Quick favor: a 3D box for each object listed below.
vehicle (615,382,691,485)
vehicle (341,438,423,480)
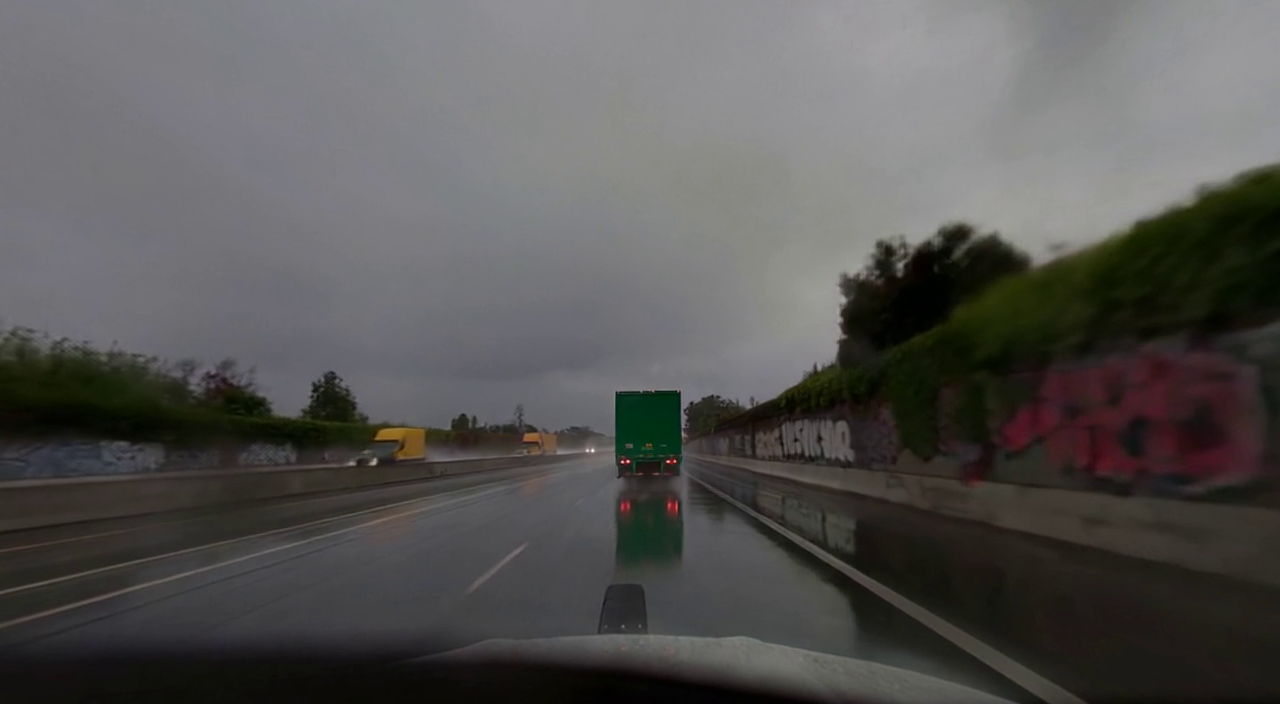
[{"bbox_3d":[0.389,3.942,29.462,2.900,3.955,10.151,0,-9,-1],"label":"vehicle"},{"bbox_3d":[-16.512,6.867,40.816,2.427,2.440,6.745,0,-9,0],"label":"vehicle"}]
